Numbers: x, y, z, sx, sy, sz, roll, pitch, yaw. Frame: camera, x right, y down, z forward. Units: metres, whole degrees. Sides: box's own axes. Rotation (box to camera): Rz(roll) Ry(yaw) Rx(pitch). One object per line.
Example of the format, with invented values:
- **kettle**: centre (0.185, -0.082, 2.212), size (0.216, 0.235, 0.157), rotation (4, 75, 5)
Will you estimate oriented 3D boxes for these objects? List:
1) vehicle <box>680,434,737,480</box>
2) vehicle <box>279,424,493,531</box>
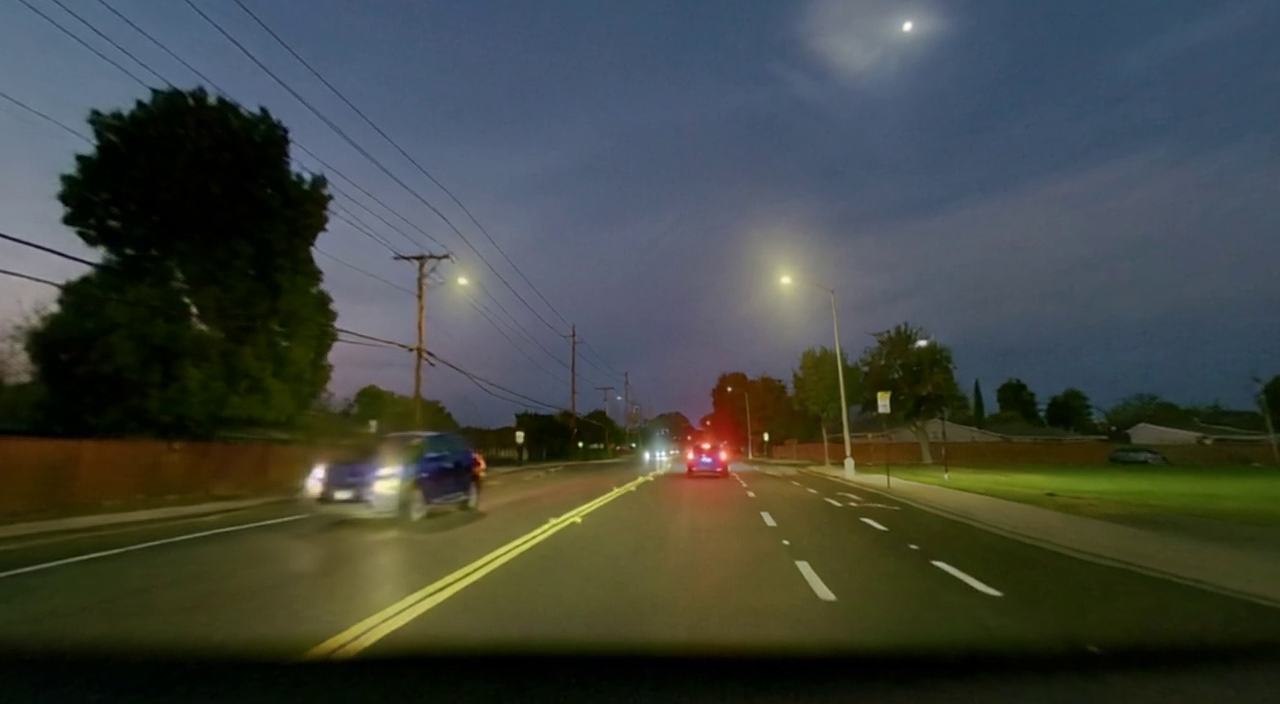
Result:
- **vehicle**: centre (2.730, 4.235, 25.728), size (2.139, 1.699, 3.916), rotation (-1, -8, 5)
- **vehicle**: centre (-4.539, 2.305, 12.220), size (2.226, 1.664, 4.342), rotation (0, -8, 1)
